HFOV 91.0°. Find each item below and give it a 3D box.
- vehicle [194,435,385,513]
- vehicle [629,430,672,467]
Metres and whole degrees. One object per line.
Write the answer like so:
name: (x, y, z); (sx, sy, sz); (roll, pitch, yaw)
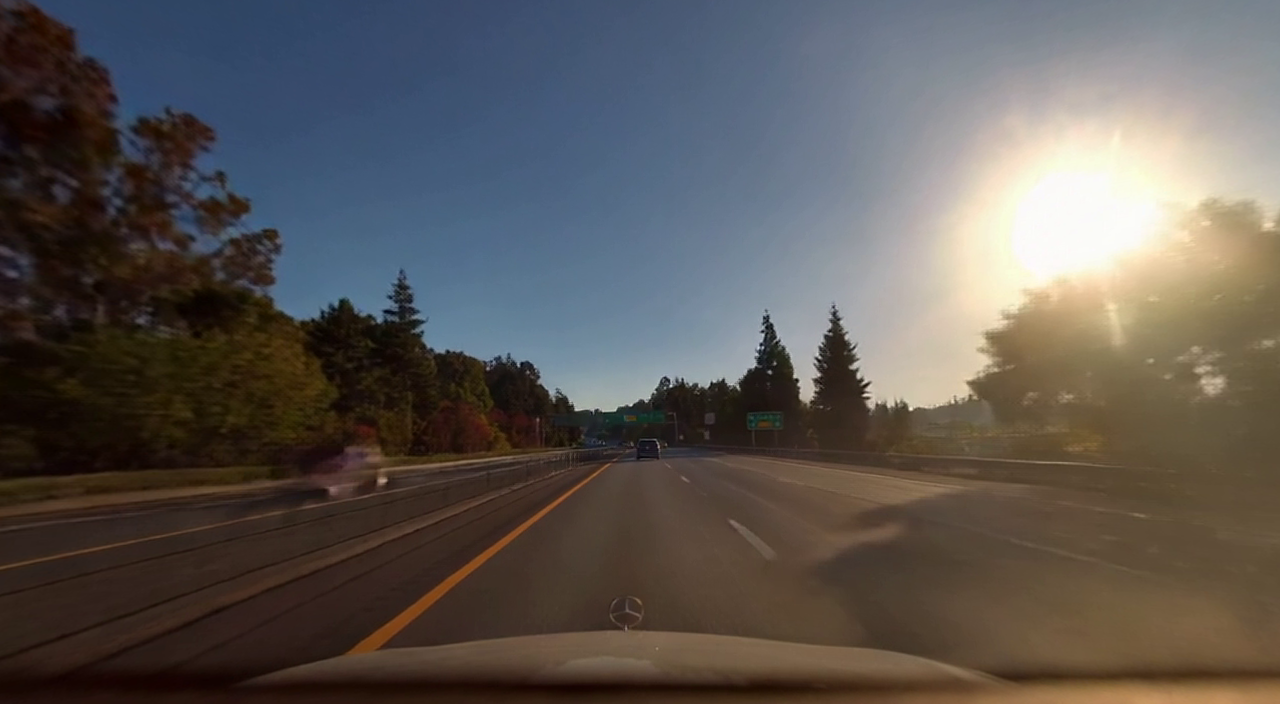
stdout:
vehicle: (-7.815, 2.721, 14.631); (1.899, 1.513, 4.382); (0, -8, 0)
vehicle: (0.605, 5.478, 35.968); (2.301, 1.944, 4.554); (0, -8, 1)
